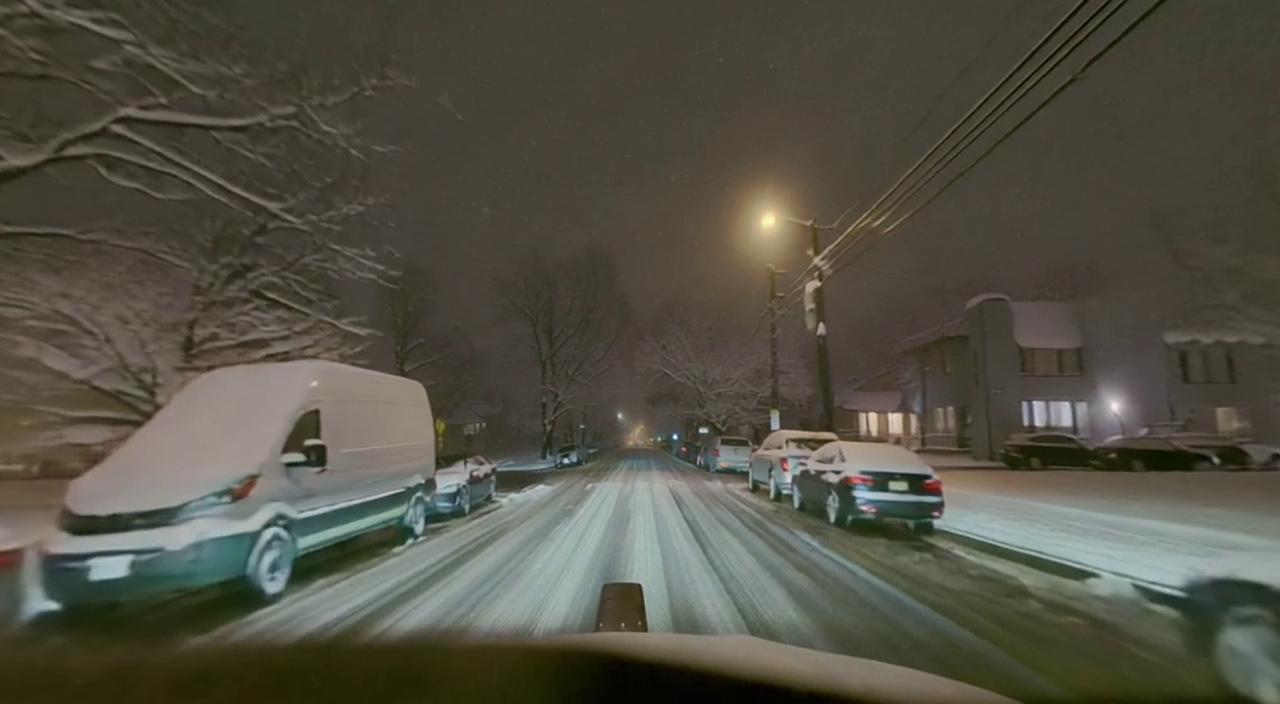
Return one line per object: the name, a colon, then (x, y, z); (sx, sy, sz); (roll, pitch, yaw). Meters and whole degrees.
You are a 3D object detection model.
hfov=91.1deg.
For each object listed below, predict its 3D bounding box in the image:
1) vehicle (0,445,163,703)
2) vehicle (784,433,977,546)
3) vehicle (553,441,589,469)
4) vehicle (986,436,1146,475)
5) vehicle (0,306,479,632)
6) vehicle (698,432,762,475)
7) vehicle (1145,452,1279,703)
vehicle: (-4.849, 1.213, 2.497); (2.023, 1.568, 4.942); (-3, -9, 1)
vehicle: (4.056, 2.338, 11.486); (1.839, 1.520, 4.498); (3, -8, 1)
vehicle: (-4.408, 6.633, 40.701); (1.870, 1.562, 4.212); (-3, -8, -2)
vehicle: (16.524, 4.033, 24.586); (4.700, 1.440, 2.058); (0, -8, 3)
vehicle: (-4.347, 1.419, 8.307); (2.470, 2.613, 5.989); (-4, -9, 4)
vehicle: (4.186, 4.851, 30.225); (2.215, 1.897, 5.131); (0, -8, -1)
vehicle: (4.110, 1.031, 1.749); (1.846, 1.351, 4.272); (3, -8, -1)
